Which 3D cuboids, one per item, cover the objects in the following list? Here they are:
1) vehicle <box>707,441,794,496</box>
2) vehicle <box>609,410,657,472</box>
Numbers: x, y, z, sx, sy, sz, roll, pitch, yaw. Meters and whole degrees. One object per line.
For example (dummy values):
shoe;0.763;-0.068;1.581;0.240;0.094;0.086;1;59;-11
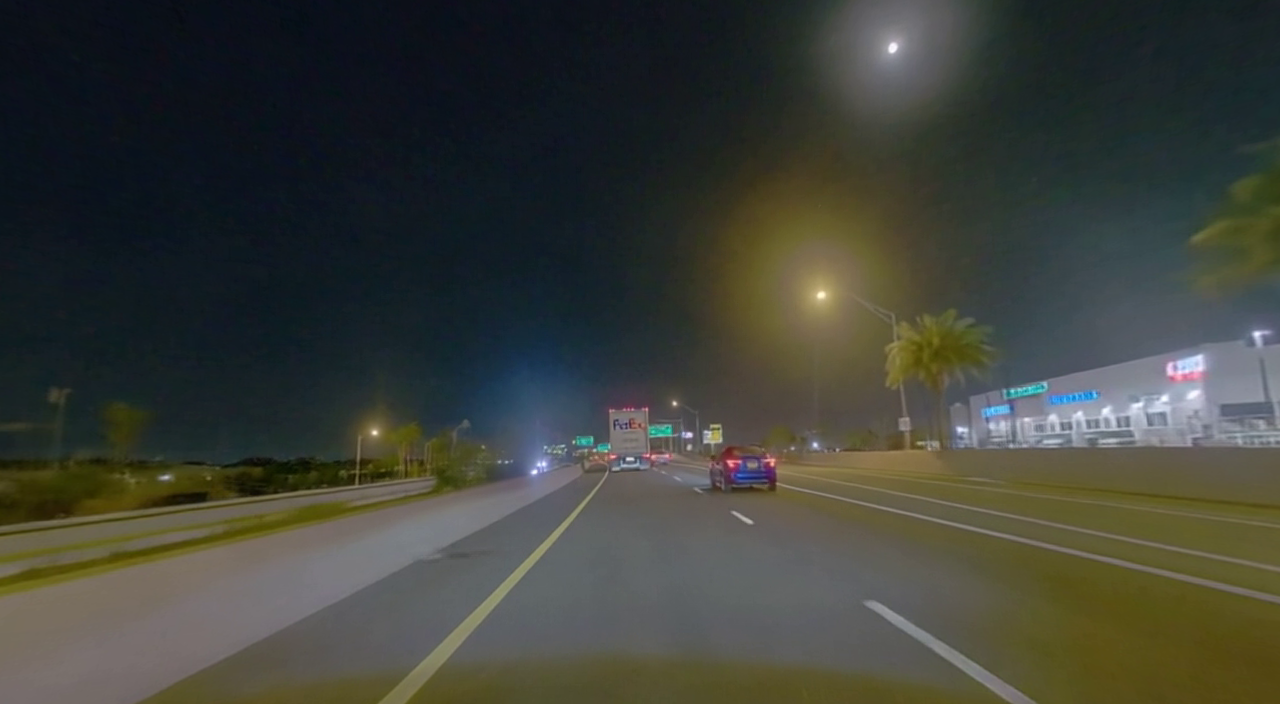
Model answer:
vehicle;3.448;3.719;20.422;1.966;1.558;4.238;0;-9;-1
vehicle;-0.611;6.931;48.548;3.243;4.134;11.656;0;-9;-1
